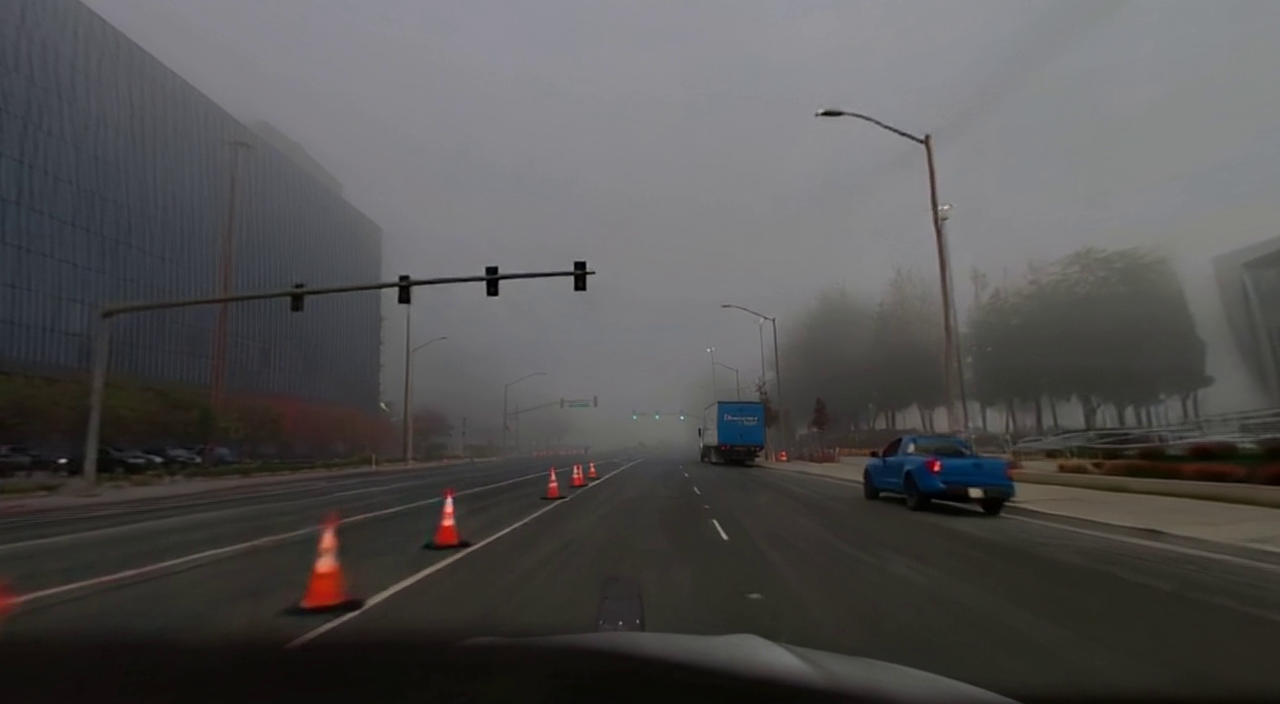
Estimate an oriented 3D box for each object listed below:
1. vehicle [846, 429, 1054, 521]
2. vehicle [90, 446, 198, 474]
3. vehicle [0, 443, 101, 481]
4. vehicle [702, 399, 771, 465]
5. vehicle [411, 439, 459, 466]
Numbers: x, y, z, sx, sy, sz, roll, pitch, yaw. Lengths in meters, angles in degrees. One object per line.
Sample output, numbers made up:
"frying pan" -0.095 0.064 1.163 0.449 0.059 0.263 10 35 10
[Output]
"vehicle" 6.237 2.506 13.477 2.098 1.619 4.433 0 -8 -1
"vehicle" -24.895 5.433 31.802 3.905 1.345 1.737 0 -8 -1
"vehicle" -25.547 4.561 26.366 4.237 1.490 1.901 1 -8 -3
"vehicle" 6.276 5.507 42.870 3.176 3.913 9.805 0 -8 0
"vehicle" -15.881 7.810 49.222 1.937 1.984 4.928 0 -8 1
